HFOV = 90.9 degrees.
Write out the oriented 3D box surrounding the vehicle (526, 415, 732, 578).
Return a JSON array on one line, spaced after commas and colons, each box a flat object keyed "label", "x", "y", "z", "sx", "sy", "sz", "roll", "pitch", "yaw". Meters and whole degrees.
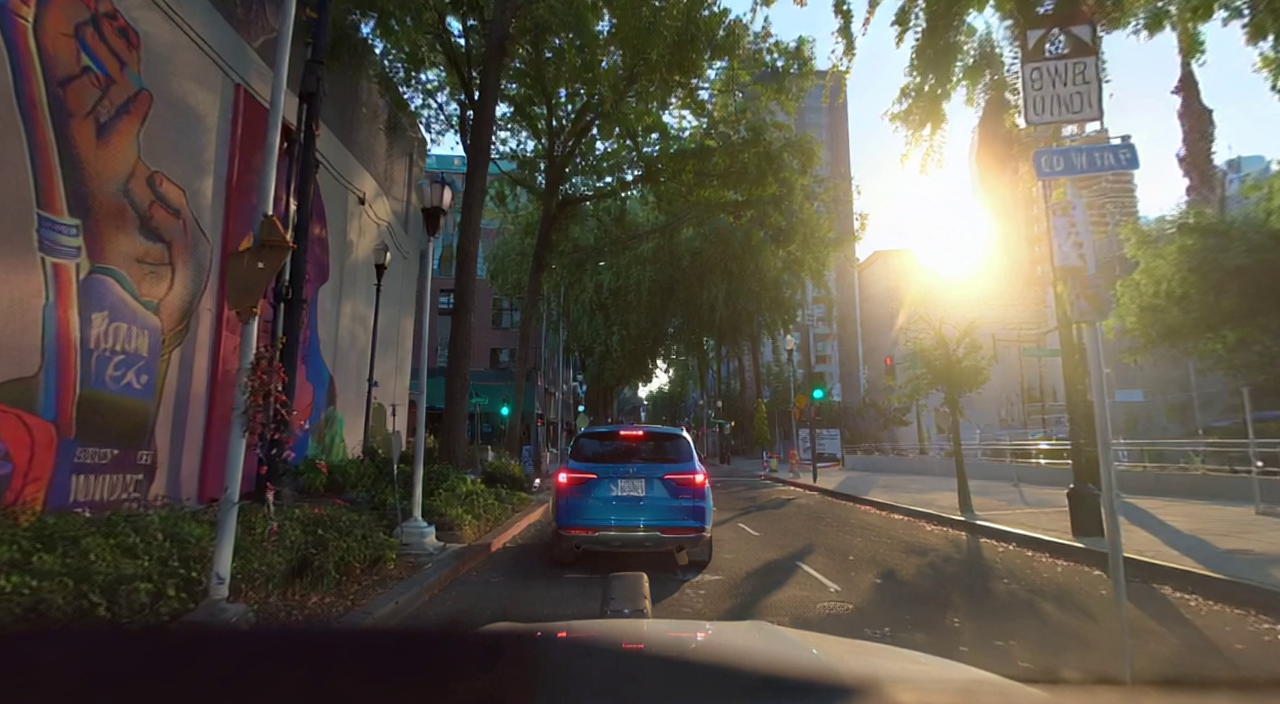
[{"label": "vehicle", "x": -0.131, "y": 1.753, "z": 8.380, "sx": 2.079, "sy": 1.621, "sz": 3.861, "roll": 0, "pitch": -8, "yaw": -1}]
